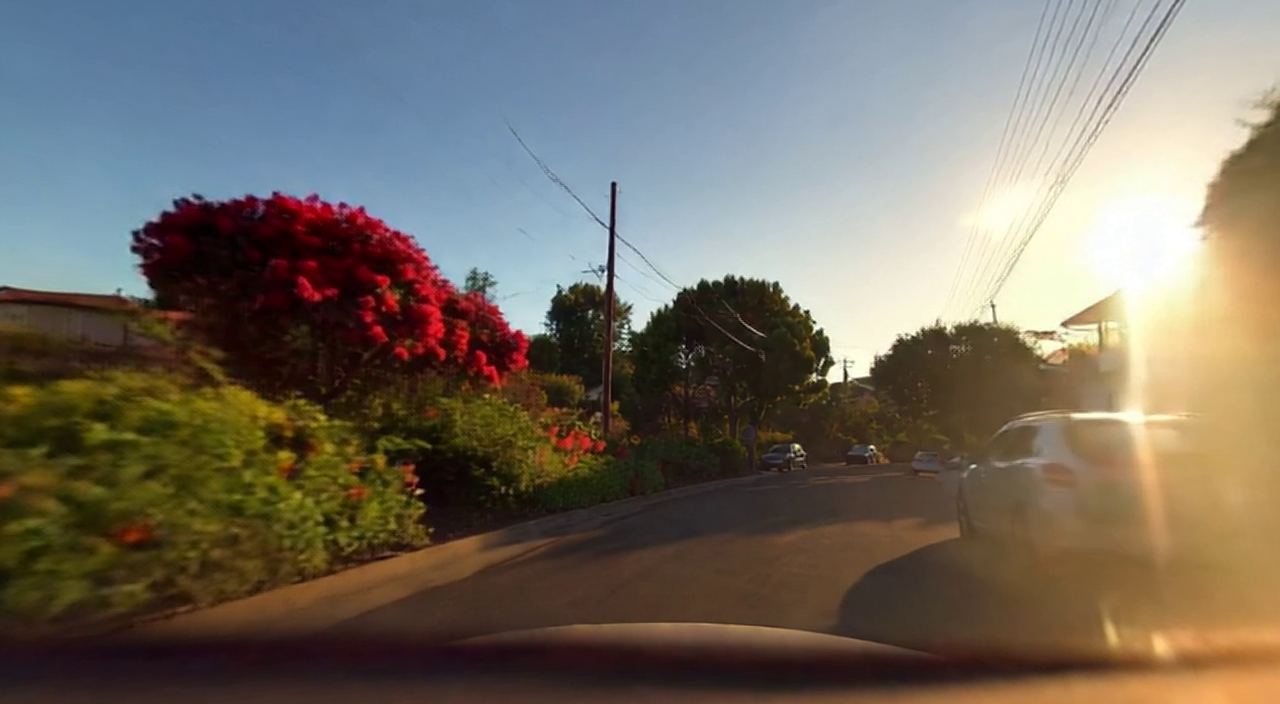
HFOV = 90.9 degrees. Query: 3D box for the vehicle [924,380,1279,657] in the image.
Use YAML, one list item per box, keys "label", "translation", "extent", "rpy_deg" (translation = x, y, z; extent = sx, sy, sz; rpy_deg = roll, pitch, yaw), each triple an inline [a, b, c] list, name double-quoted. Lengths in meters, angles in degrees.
- label: "vehicle"
  translation: [4.974, 1.570, 7.182]
  extent: [2.311, 1.909, 5.570]
  rpy_deg: [-2, -9, 16]
